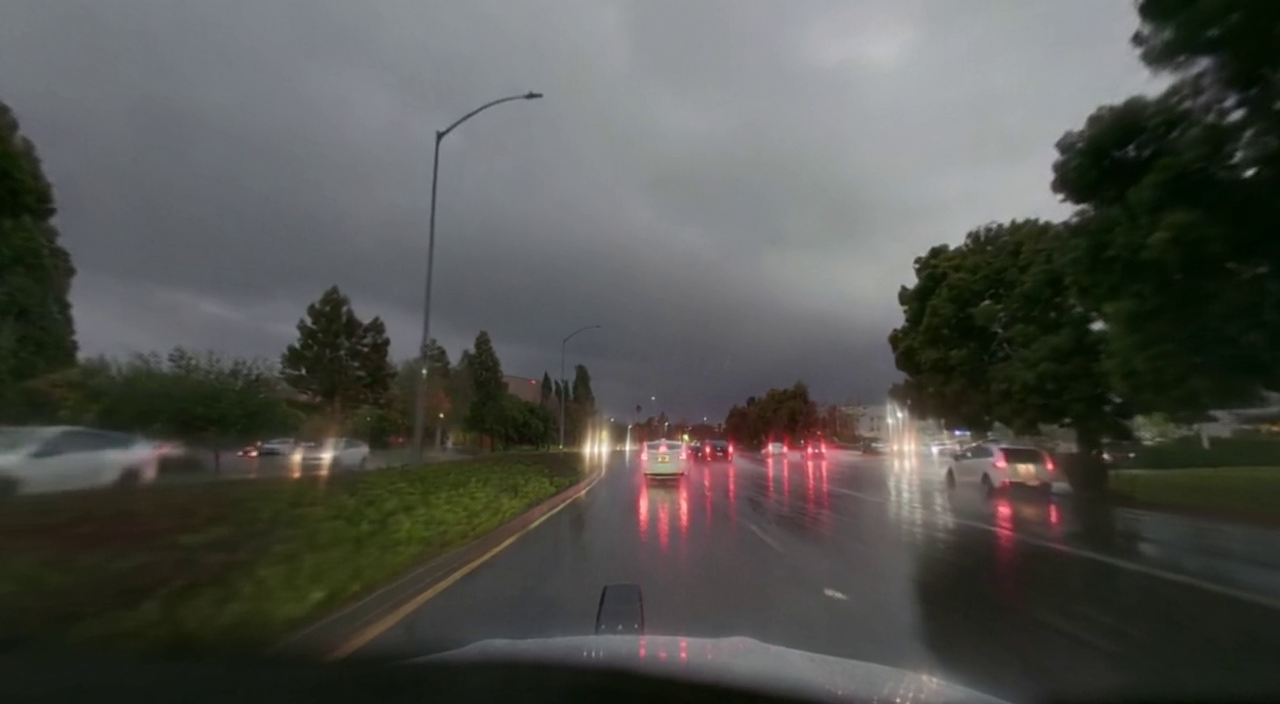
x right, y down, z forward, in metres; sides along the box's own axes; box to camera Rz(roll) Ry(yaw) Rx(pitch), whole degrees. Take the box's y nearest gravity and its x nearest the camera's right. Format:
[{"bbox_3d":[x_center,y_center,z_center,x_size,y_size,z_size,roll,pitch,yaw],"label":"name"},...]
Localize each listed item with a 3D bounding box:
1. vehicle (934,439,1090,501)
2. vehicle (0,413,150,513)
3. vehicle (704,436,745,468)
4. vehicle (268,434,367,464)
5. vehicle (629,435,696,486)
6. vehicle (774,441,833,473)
[{"bbox_3d":[11.638,3.693,20.222,2.106,1.719,4.830,0,-8,1],"label":"vehicle"},{"bbox_3d":[-10.710,1.813,10.402,1.938,1.502,4.209,1,-8,-3],"label":"vehicle"},{"bbox_3d":[5.015,5.992,37.765,1.976,1.796,4.159,0,-8,2],"label":"vehicle"},{"bbox_3d":[-13.613,4.132,26.904,1.890,1.132,4.497,0,-8,0],"label":"vehicle"},{"bbox_3d":[0.753,3.787,22.242,2.145,1.603,4.369,0,-8,1],"label":"vehicle"},{"bbox_3d":[8.279,5.348,32.320,1.928,1.488,4.361,0,-8,1],"label":"vehicle"}]
